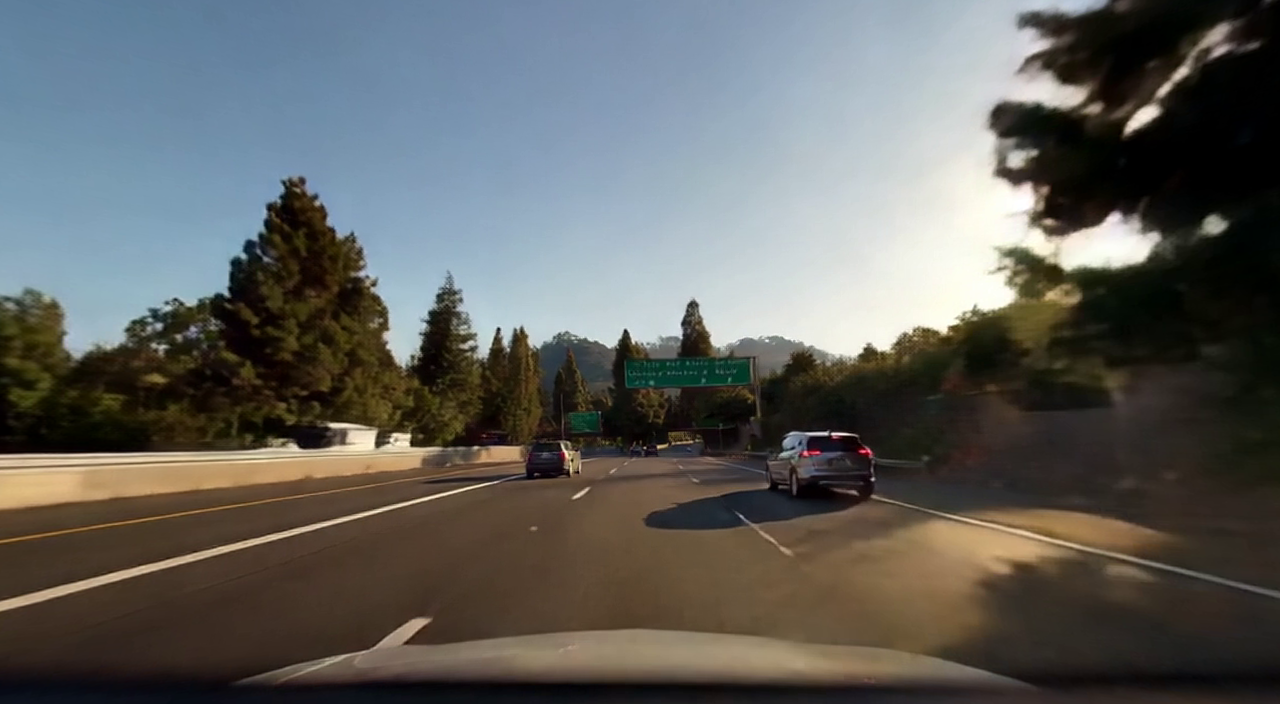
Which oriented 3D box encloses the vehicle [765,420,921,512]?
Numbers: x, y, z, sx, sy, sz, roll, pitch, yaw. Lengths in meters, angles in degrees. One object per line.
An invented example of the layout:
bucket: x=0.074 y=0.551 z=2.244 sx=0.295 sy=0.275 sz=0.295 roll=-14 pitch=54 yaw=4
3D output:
vehicle: x=4.465 y=2.593 z=14.705 sx=2.149 sy=1.796 sz=4.487 roll=0 pitch=-9 yaw=0

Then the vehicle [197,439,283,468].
vehicle: x=-24.776 y=6.303 z=39.120 sx=2.015 sy=1.650 sz=4.858 roll=-1 pitch=-9 yaw=2

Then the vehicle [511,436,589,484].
vehicle: x=-3.240 y=3.996 z=23.505 sx=2.166 sy=1.608 sz=4.297 roll=0 pitch=-8 yaw=2
